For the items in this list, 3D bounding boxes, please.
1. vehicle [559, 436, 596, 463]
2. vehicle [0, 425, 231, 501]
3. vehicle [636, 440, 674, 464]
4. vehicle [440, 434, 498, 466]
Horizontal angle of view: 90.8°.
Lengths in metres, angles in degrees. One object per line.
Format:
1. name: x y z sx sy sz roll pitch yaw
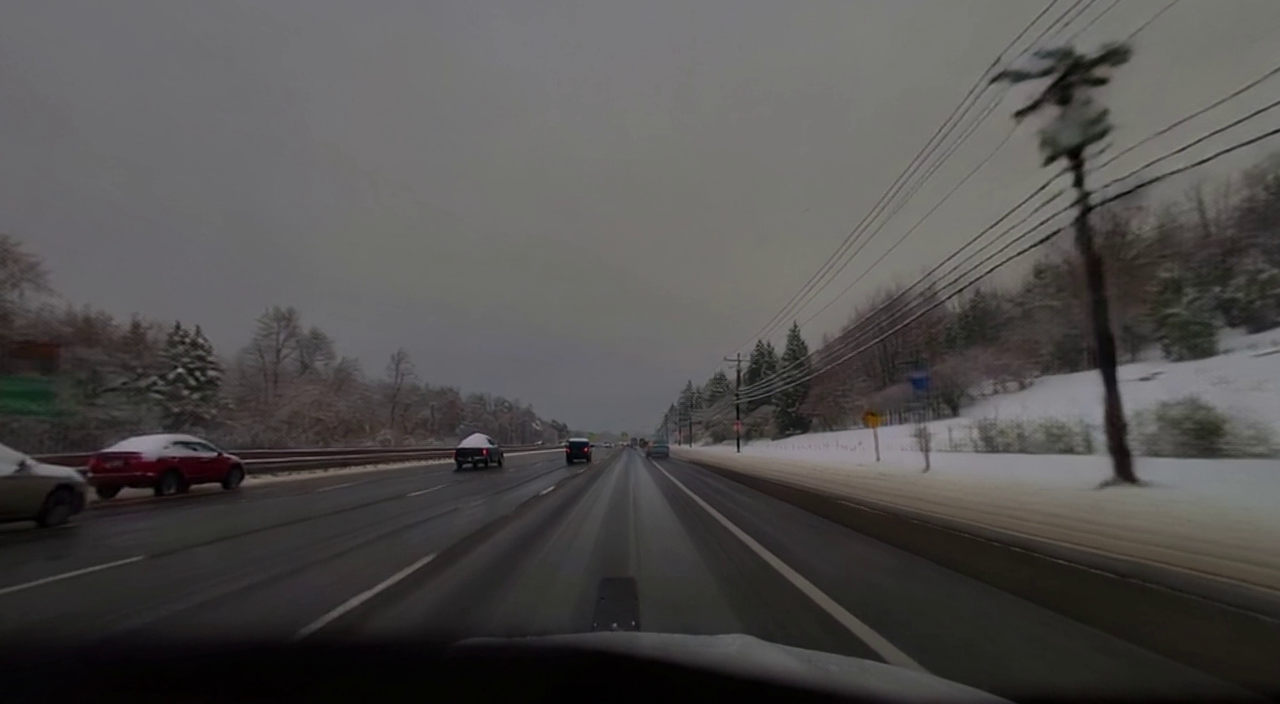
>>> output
1. vehicle: -4.158 6.561 42.640 2.121 1.673 4.443 0 -9 -1
2. vehicle: -13.844 2.921 17.014 2.257 1.727 5.036 0 -9 0
3. vehicle: 0.882 6.324 39.974 2.015 1.391 3.897 0 -9 -4
4. vehicle: -10.401 5.985 38.850 2.115 1.799 5.444 0 -9 -1
